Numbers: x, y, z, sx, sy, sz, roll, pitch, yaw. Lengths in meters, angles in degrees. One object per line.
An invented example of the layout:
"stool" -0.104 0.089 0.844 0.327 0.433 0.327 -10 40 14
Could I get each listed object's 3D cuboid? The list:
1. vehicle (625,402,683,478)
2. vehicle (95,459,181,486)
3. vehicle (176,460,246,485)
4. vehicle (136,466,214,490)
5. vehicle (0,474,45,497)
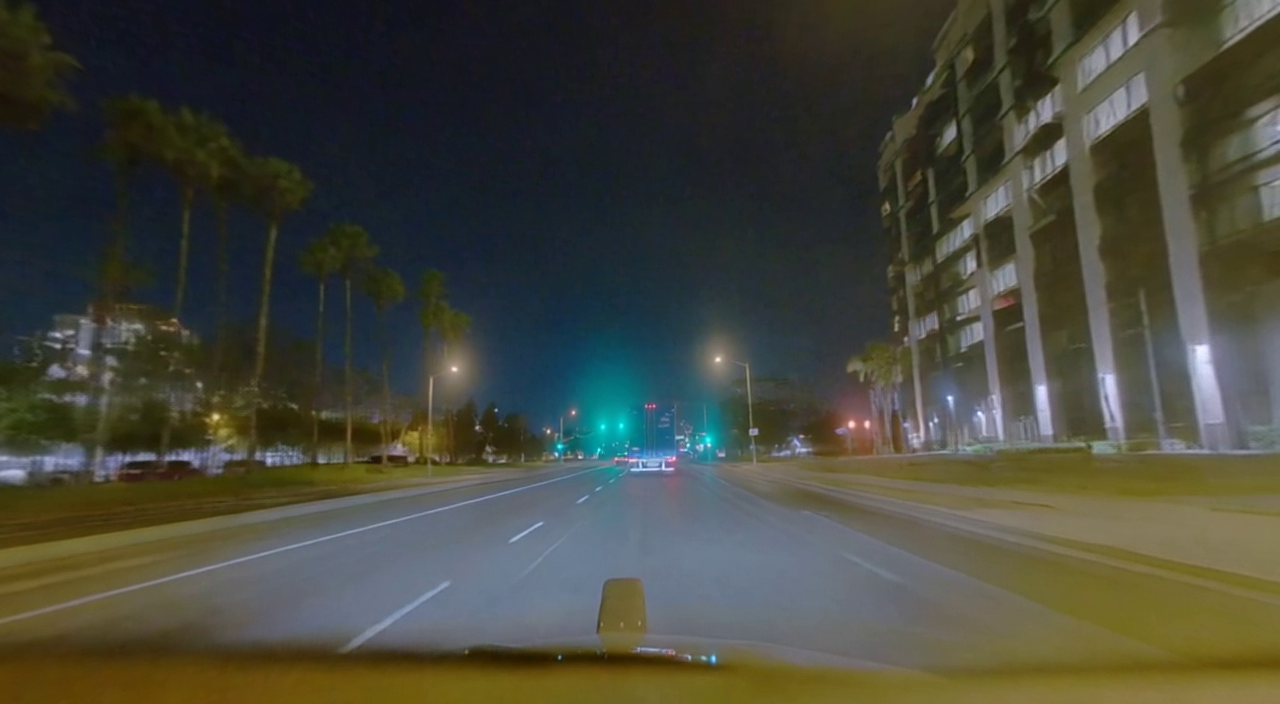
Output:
"vehicle" 0.619 5.469 38.440 2.992 3.949 11.815 0 -9 -1
"vehicle" -38.925 9.340 48.750 4.931 1.941 1.888 0 -9 0
"vehicle" -33.492 9.416 49.036 4.128 1.603 1.853 -3 -9 1
"vehicle" -34.002 9.208 45.981 4.296 1.513 1.825 0 -7 3
"vehicle" -48.033 10.100 47.589 1.720 1.512 4.058 0 -9 1
